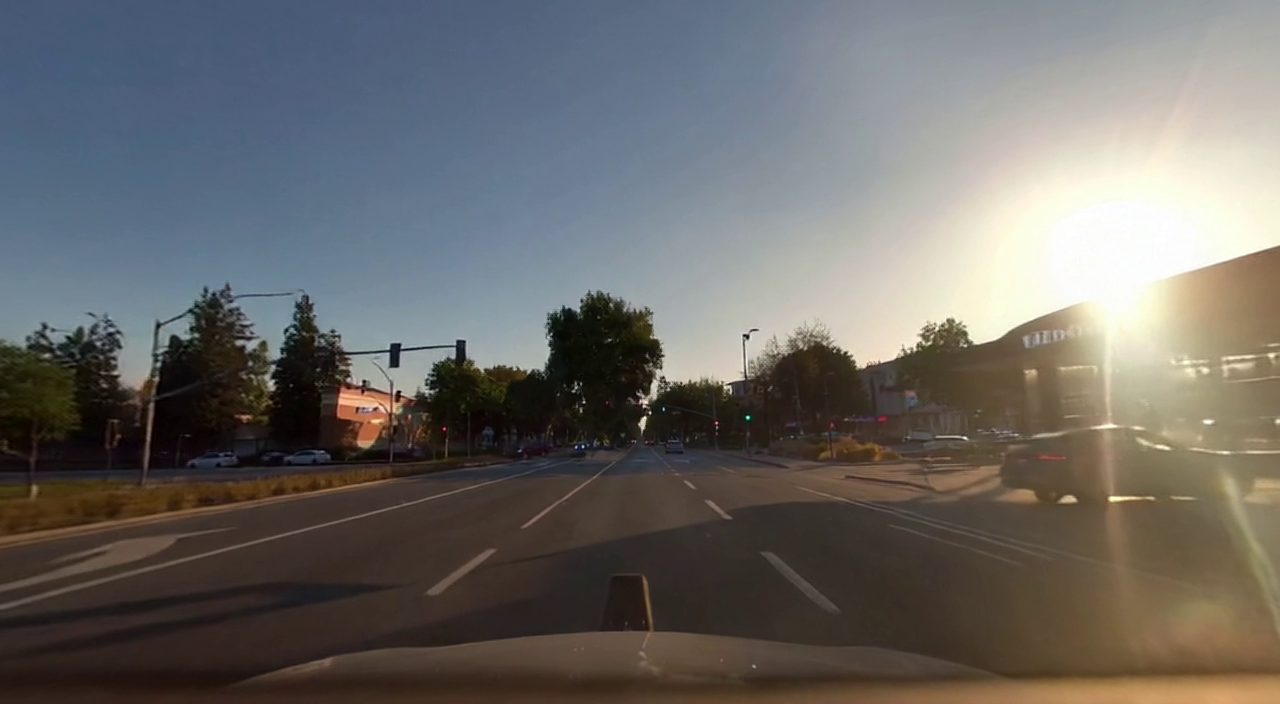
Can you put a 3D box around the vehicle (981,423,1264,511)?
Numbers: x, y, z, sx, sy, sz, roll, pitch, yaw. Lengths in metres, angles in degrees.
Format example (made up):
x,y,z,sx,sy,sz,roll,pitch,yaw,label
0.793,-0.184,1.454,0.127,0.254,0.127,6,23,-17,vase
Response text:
x,y,z,sx,sy,sz,roll,pitch,yaw,label
9.452,2.277,12.683,4.007,1.591,1.915,-1,-8,3,vehicle

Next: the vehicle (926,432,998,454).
x,y,z,sx,sy,sz,roll,pitch,yaw,label
22.447,6.323,43.950,4.694,1.481,1.884,4,-9,-25,vehicle
